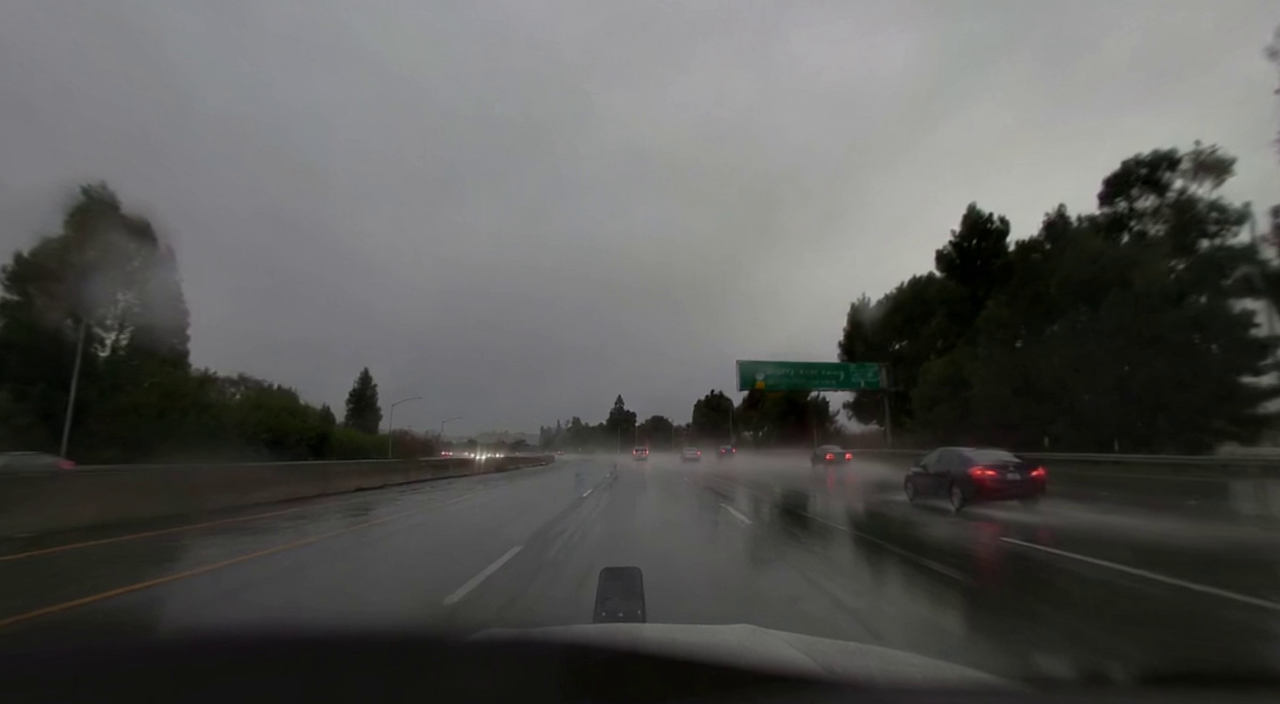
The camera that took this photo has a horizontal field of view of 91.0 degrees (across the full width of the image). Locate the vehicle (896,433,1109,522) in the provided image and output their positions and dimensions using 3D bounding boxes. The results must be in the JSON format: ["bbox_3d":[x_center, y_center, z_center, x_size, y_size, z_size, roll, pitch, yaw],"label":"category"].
[{"bbox_3d":[7.696,2.688,14.000,2.124,1.661,4.267,0,-9,-1],"label":"vehicle"}]

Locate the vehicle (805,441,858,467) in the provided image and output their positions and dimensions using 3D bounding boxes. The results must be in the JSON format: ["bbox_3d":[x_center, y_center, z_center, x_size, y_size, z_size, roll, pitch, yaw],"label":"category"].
[{"bbox_3d":[14.206,7.609,47.163,2.107,1.803,5.385,0,-9,-2],"label":"vehicle"}]
